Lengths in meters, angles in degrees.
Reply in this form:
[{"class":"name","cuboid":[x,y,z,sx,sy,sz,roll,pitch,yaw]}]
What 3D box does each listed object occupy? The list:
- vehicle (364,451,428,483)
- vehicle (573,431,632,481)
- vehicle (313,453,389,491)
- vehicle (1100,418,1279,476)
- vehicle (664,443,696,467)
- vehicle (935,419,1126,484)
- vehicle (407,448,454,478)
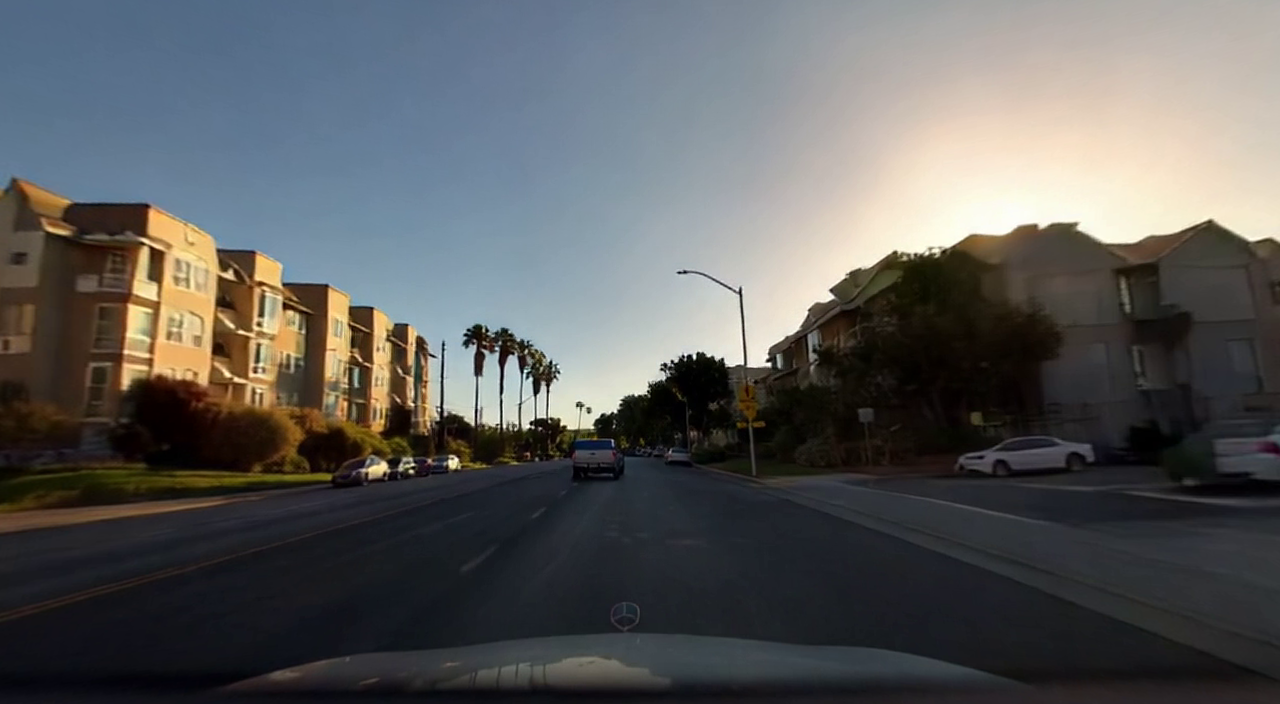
[{"class":"vehicle","cuboid":[-14.324,6.731,37.203,1.875,1.496,4.728,-4,-7,0]},{"class":"vehicle","cuboid":[-1.407,4.183,25.561,1.994,1.810,5.057,0,-9,1]},{"class":"vehicle","cuboid":[-14.397,5.951,31.636,1.884,1.451,4.435,-4,-7,-3]},{"class":"vehicle","cuboid":[18.334,3.114,20.618,4.750,1.775,2.124,0,-9,0]},{"class":"vehicle","cuboid":[2.892,7.598,46.588,1.949,1.685,4.161,1,-9,-2]},{"class":"vehicle","cuboid":[12.628,3.234,20.563,4.873,1.624,1.924,-4,-9,-3]},{"class":"vehicle","cuboid":[-14.383,7.600,43.421,1.890,1.640,4.320,-3,-7,-1]}]
